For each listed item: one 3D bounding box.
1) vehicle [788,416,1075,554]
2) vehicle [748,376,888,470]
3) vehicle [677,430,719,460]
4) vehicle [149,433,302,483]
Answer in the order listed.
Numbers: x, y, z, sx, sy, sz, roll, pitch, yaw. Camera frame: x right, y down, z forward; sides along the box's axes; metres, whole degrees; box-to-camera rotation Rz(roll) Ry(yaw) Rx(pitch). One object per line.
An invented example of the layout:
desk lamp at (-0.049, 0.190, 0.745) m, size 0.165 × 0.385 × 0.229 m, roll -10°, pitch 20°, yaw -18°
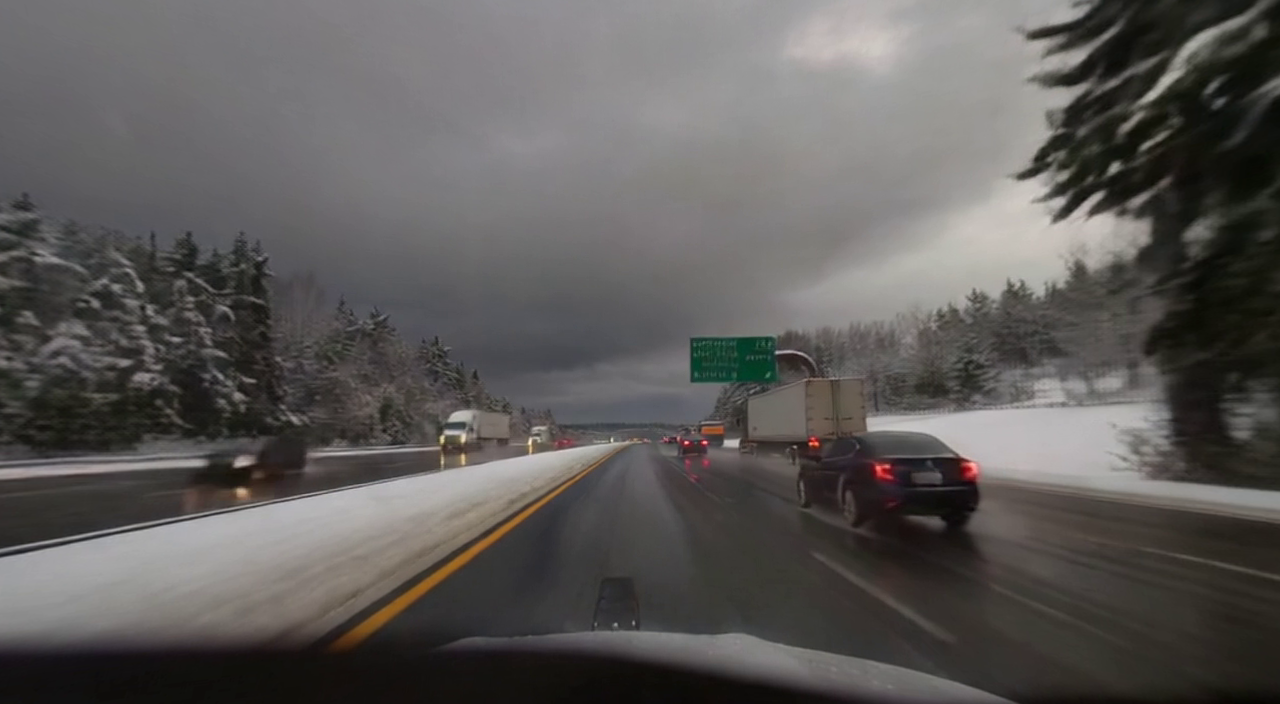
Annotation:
vehicle at (3.793, 1.790, 9.332) m, size 1.986 × 1.501 × 4.529 m, roll 0°, pitch -8°, yaw -2°
vehicle at (9.062, 4.060, 34.856) m, size 3.440 × 4.093 × 13.944 m, roll 0°, pitch -8°, yaw -1°
vehicle at (3.424, 5.617, 38.088) m, size 2.011 × 1.672 × 4.415 m, roll 0°, pitch -8°, yaw -2°
vehicle at (-13.536, 3.459, 21.012) m, size 1.889 × 1.459 × 4.751 m, roll 0°, pitch -8°, yaw 0°
